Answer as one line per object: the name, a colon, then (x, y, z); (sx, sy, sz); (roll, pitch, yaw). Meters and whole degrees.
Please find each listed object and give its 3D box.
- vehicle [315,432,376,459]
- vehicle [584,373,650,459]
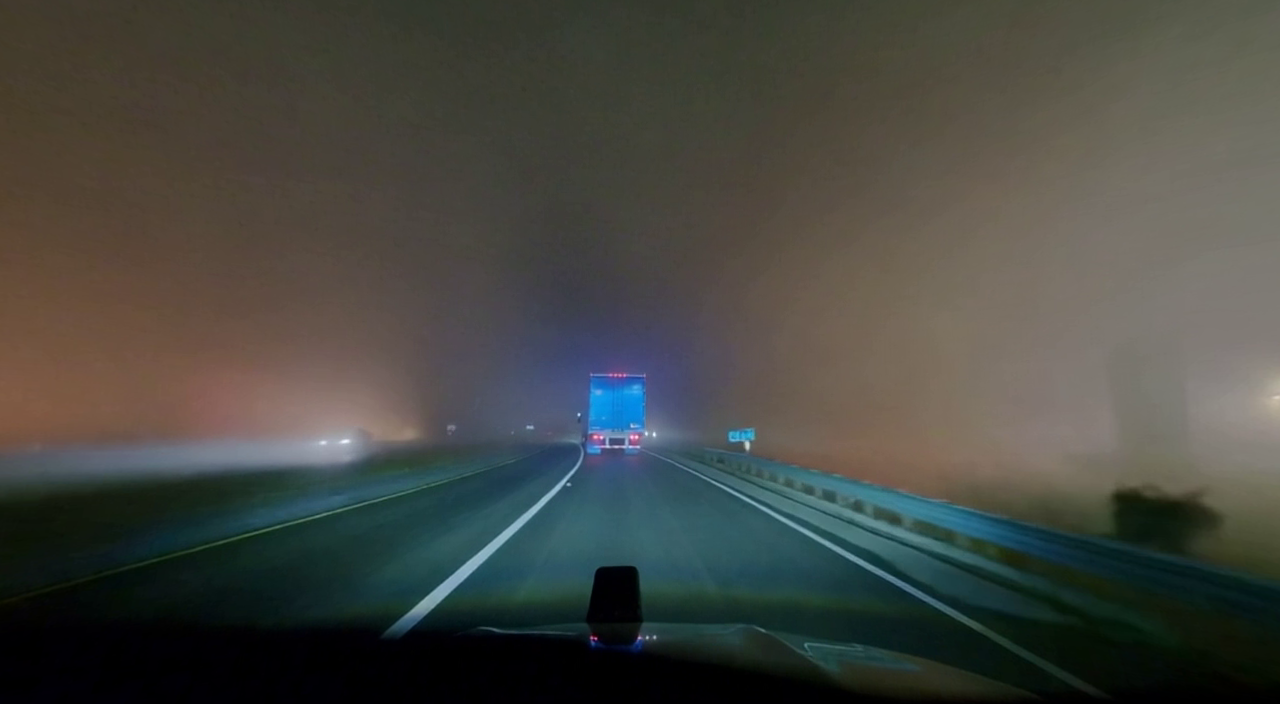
vehicle: (-18.249, 5.816, 39.204); (1.879, 1.564, 4.435); (0, -8, -4)
vehicle: (-1.317, 3.647, 34.362); (3.023, 3.965, 10.402); (0, -8, -3)
